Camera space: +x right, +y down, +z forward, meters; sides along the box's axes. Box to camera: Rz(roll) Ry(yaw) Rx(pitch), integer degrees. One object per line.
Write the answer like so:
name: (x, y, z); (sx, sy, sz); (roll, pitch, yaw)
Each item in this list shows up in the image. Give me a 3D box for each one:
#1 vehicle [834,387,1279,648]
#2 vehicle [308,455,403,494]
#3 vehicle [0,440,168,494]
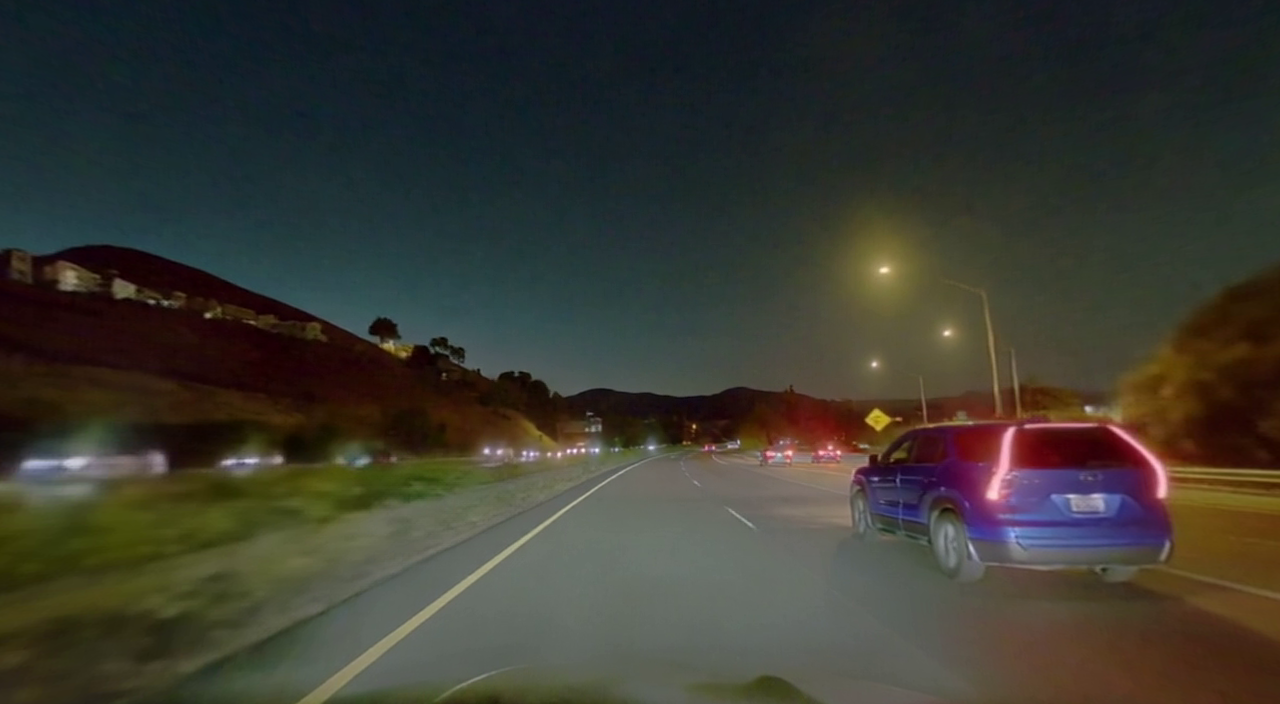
vehicle: (3.994, 1.473, 6.668); (2.318, 1.766, 4.587); (0, -9, -1)
vehicle: (-12.041, 5.181, 27.014); (1.888, 1.471, 4.603); (0, -9, 1)
vehicle: (-23.564, 4.828, 26.916); (2.233, 2.018, 5.643); (0, -9, 1)
